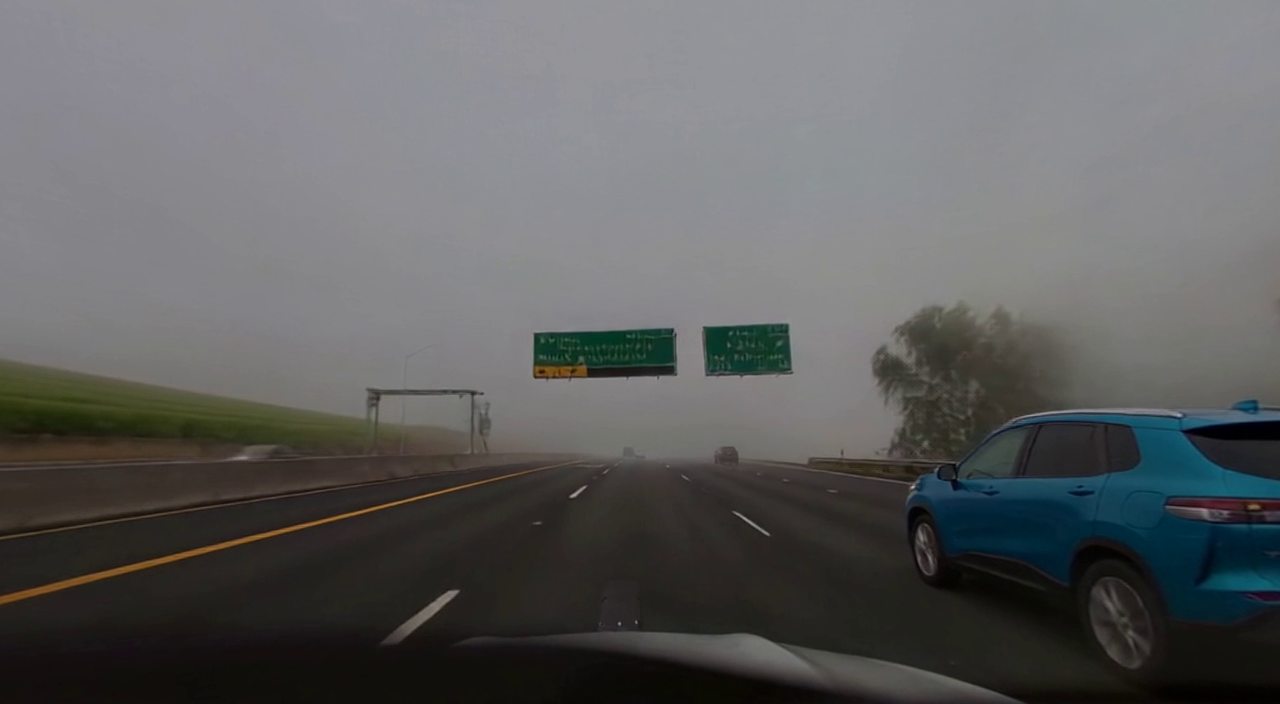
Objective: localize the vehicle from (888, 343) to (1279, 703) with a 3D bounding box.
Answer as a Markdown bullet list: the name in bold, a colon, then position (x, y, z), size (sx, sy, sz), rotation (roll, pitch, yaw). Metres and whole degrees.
- **vehicle**: position (3.469, 1.102, 4.277), size (1.784, 1.733, 4.141), rotation (0, -9, -1)

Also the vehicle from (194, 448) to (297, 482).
- **vehicle**: position (-18.628, 5.328, 29.911), size (1.984, 1.476, 4.457), rotation (0, -9, 0)
